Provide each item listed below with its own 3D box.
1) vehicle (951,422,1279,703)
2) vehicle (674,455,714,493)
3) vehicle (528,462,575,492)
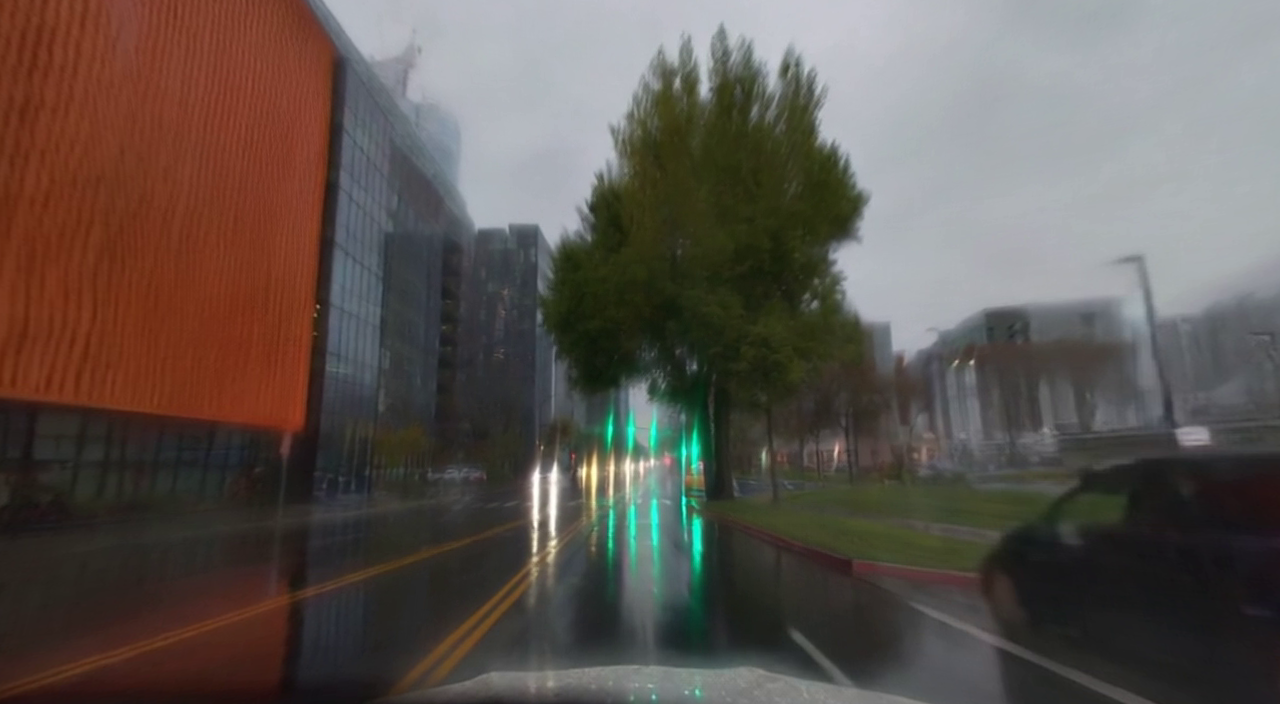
[{"bbox_3d":[3.564,1.216,3.502,1.899,1.470,3.666,0,-10,3],"label":"vehicle"},{"bbox_3d":[3.003,6.959,36.093,2.064,2.010,4.791,0,-10,2],"label":"vehicle"},{"bbox_3d":[-5.883,8.366,42.442,2.043,1.778,4.602,-3,-10,6],"label":"vehicle"}]
